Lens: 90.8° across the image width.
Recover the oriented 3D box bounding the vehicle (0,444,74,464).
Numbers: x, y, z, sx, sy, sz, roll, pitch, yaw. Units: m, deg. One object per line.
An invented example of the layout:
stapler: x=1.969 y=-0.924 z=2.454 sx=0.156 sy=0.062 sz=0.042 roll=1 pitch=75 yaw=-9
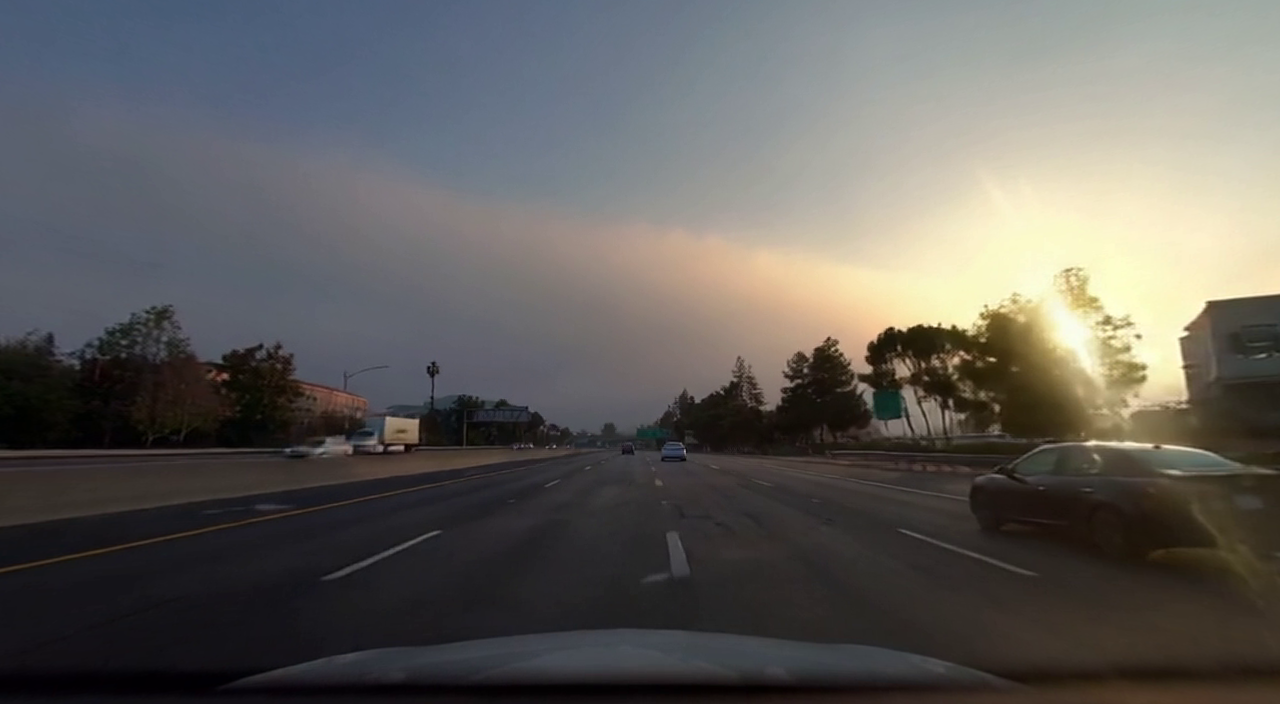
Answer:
vehicle: x=-46.898 y=7.820 z=48.632 sx=1.897 sy=1.465 sz=4.751 roll=-1 pitch=-9 yaw=5

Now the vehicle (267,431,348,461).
vehicle: x=-18.445 y=5.251 z=35.326 sx=1.969 sy=1.537 sz=4.574 roll=0 pitch=-9 yaw=1

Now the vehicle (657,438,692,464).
vehicle: x=2.380 y=6.909 z=44.214 sx=2.127 sy=1.692 sz=4.382 roll=0 pitch=-9 yaw=-1

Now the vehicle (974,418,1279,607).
vehicle: x=6.219 y=1.651 z=7.457 sx=2.029 sy=1.528 sz=4.644 roll=0 pitch=-9 yaw=0
